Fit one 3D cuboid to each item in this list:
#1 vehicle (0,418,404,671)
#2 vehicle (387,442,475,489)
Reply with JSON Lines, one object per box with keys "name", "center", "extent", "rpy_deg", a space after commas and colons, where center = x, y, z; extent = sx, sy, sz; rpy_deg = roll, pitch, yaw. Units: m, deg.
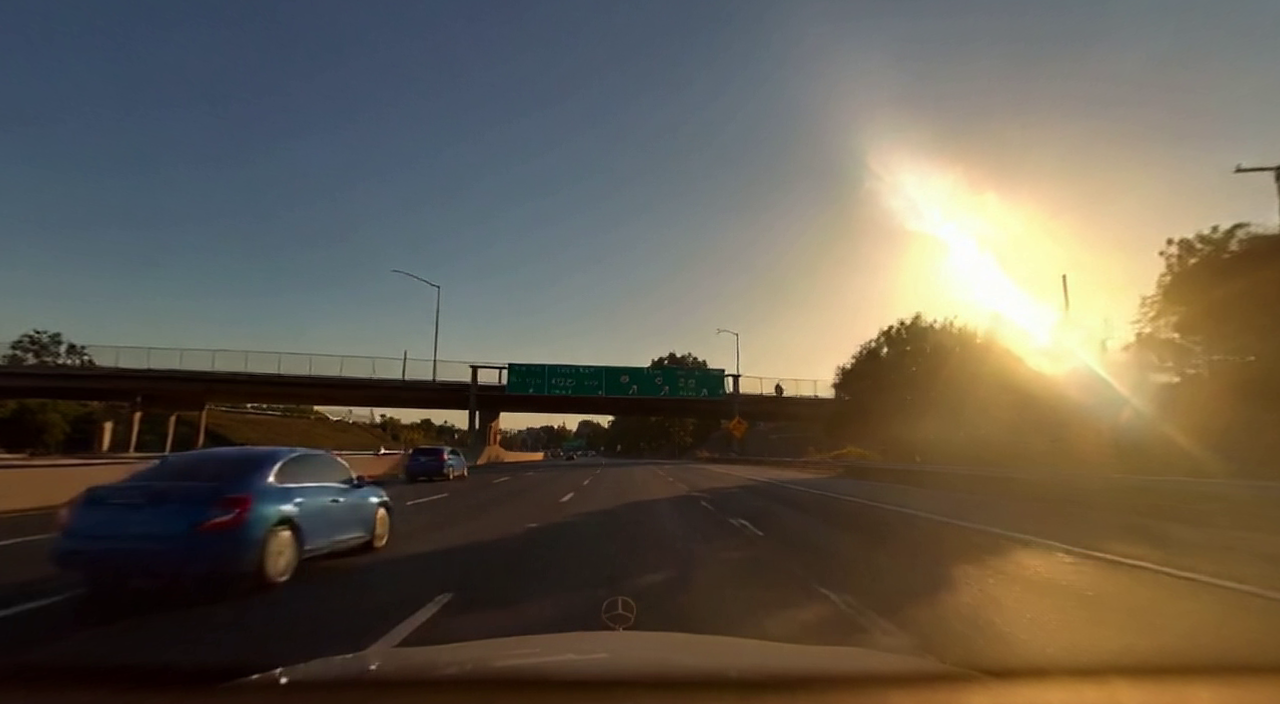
{"name": "vehicle", "center": [-4.120, 1.488, 6.022], "extent": [2.050, 1.507, 4.316], "rpy_deg": [0, -9, 0]}
{"name": "vehicle", "center": [-7.688, 4.210, 23.739], "extent": [1.924, 1.601, 4.115], "rpy_deg": [0, -9, -1]}
